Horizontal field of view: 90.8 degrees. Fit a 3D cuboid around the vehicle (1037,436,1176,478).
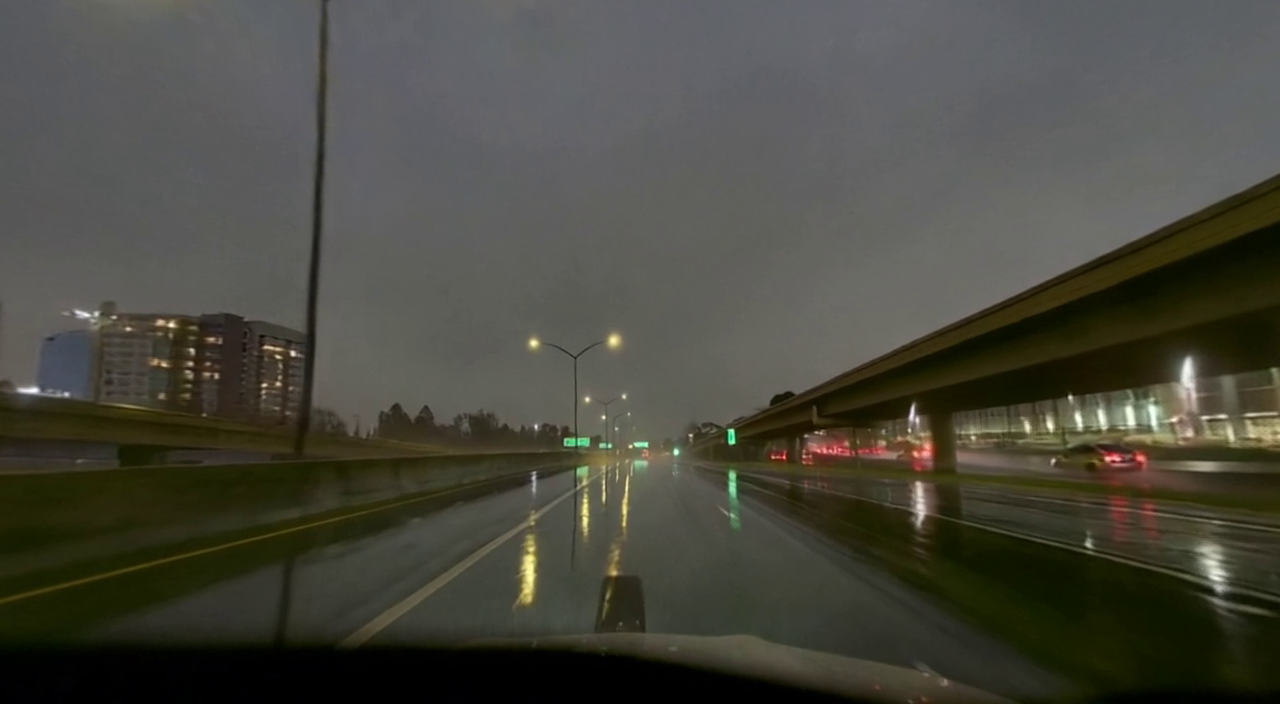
[{"bbox_3d":[18.444,4.176,25.317,2.059,1.457,4.537,-1,-9,-1],"label":"vehicle"}]
